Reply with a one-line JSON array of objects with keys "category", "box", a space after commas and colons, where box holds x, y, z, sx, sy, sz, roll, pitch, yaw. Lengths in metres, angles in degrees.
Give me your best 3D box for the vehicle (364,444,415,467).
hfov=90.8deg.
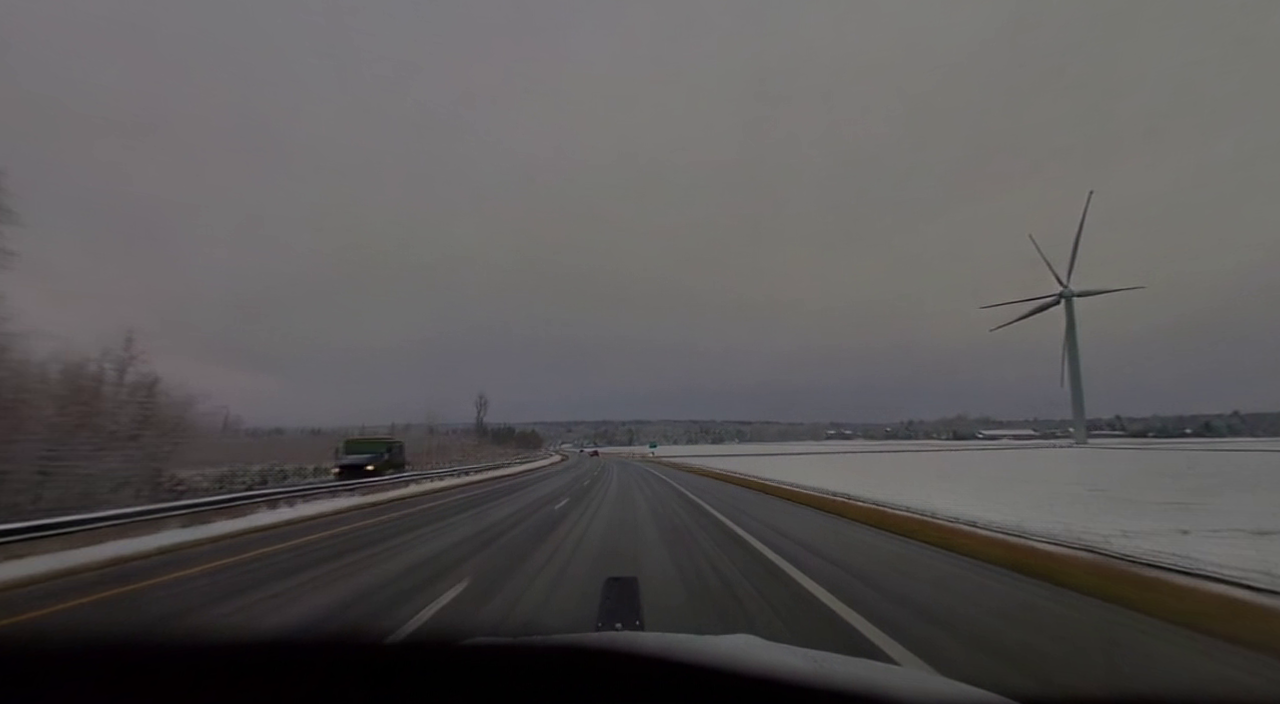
[{"category": "vehicle", "box": [-17.589, 7.293, 44.550, 1.879, 1.547, 4.378, 0, -9, -2]}]
